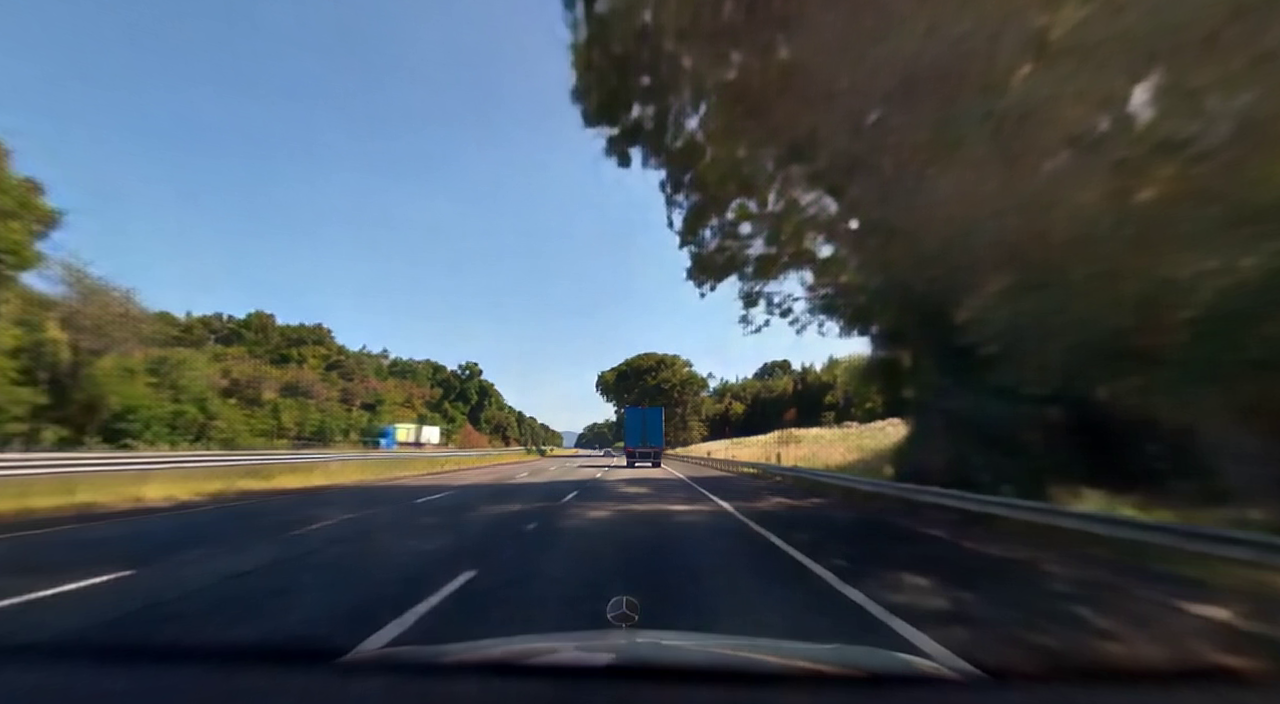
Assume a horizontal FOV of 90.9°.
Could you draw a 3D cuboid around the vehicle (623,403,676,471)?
[{"bbox_3d":[0.402,5.887,42.784,3.055,4.009,10.972,0,-9,-2],"label":"vehicle"}]
